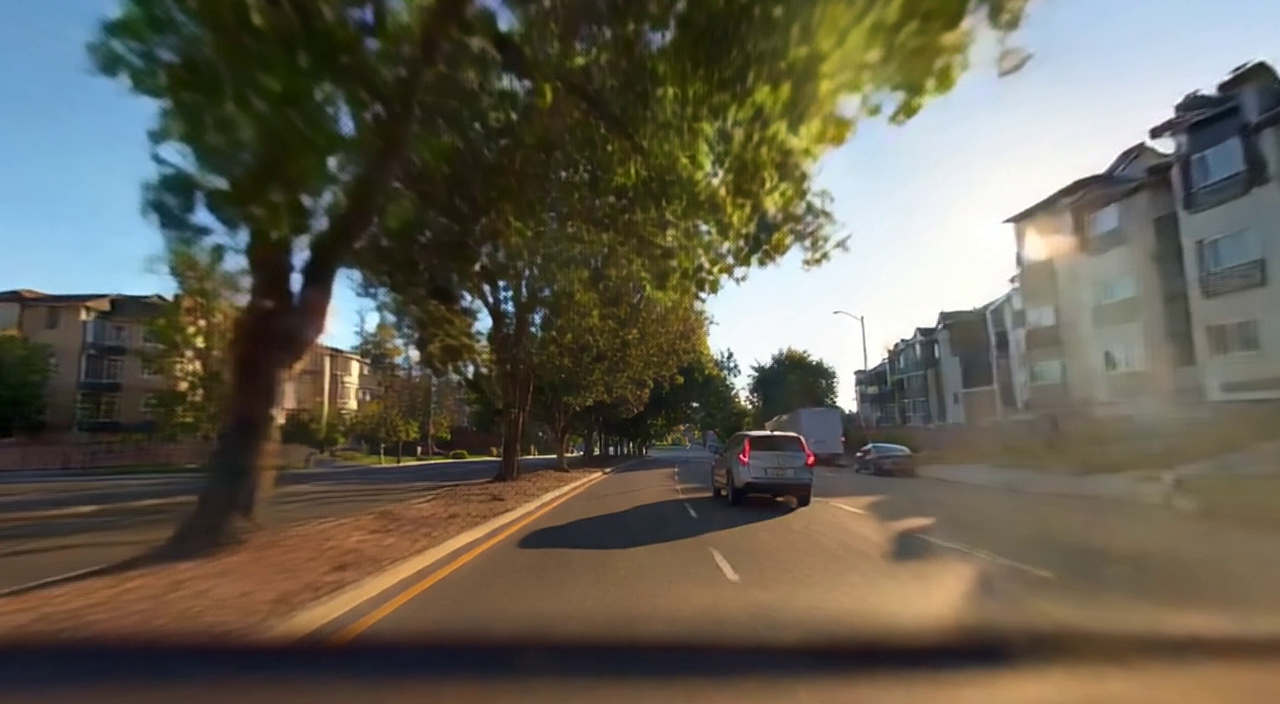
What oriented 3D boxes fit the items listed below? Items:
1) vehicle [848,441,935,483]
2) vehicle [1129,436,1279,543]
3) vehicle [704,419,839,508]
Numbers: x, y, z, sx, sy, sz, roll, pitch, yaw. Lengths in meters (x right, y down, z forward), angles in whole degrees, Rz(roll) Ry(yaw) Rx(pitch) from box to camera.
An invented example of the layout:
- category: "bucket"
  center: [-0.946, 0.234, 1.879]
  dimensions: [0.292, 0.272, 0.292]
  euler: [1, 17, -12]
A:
- category: "vehicle"
  center: [10.265, 4.498, 26.237]
  dimensions: [1.870, 1.504, 4.823]
  euler: [0, -8, 3]
- category: "vehicle"
  center: [9.872, 1.955, 9.061]
  dimensions: [1.893, 1.469, 4.615]
  euler: [0, -9, -2]
- category: "vehicle"
  center: [2.941, 2.645, 15.305]
  dimensions: [2.215, 1.812, 4.569]
  euler: [0, -9, -1]
